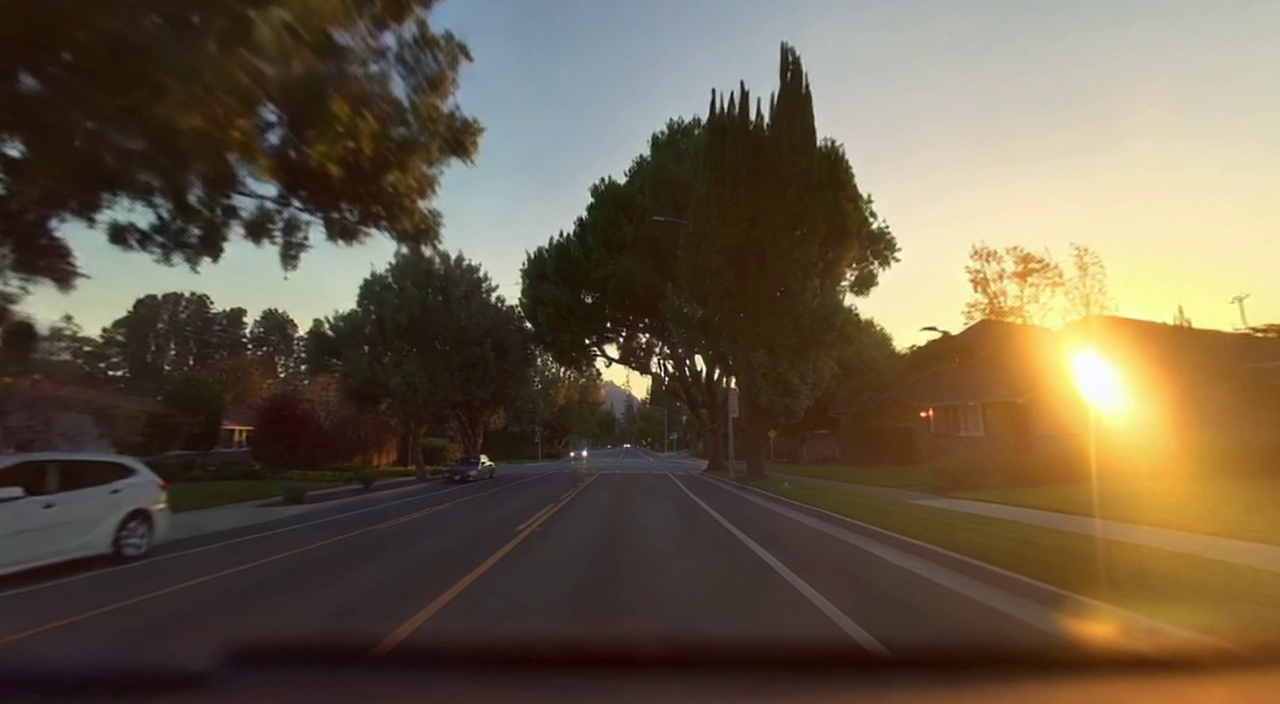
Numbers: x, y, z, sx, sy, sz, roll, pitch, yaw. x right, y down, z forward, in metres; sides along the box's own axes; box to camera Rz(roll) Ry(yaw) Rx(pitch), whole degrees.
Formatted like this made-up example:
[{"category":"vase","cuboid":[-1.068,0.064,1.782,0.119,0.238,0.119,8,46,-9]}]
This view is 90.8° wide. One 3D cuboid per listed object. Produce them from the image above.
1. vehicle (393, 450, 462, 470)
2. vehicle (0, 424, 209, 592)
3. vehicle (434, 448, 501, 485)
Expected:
[{"category":"vehicle","cuboid":[-15.793,8.046,47.068,4.446,1.451,1.828,-1,-9,7]},{"category":"vehicle","cuboid":[-7.762,1.823,7.402,2.122,1.739,4.770,-4,-8,0]},{"category":"vehicle","cuboid":[-7.950,5.291,29.539,1.880,1.469,4.221,-4,-9,0]}]
